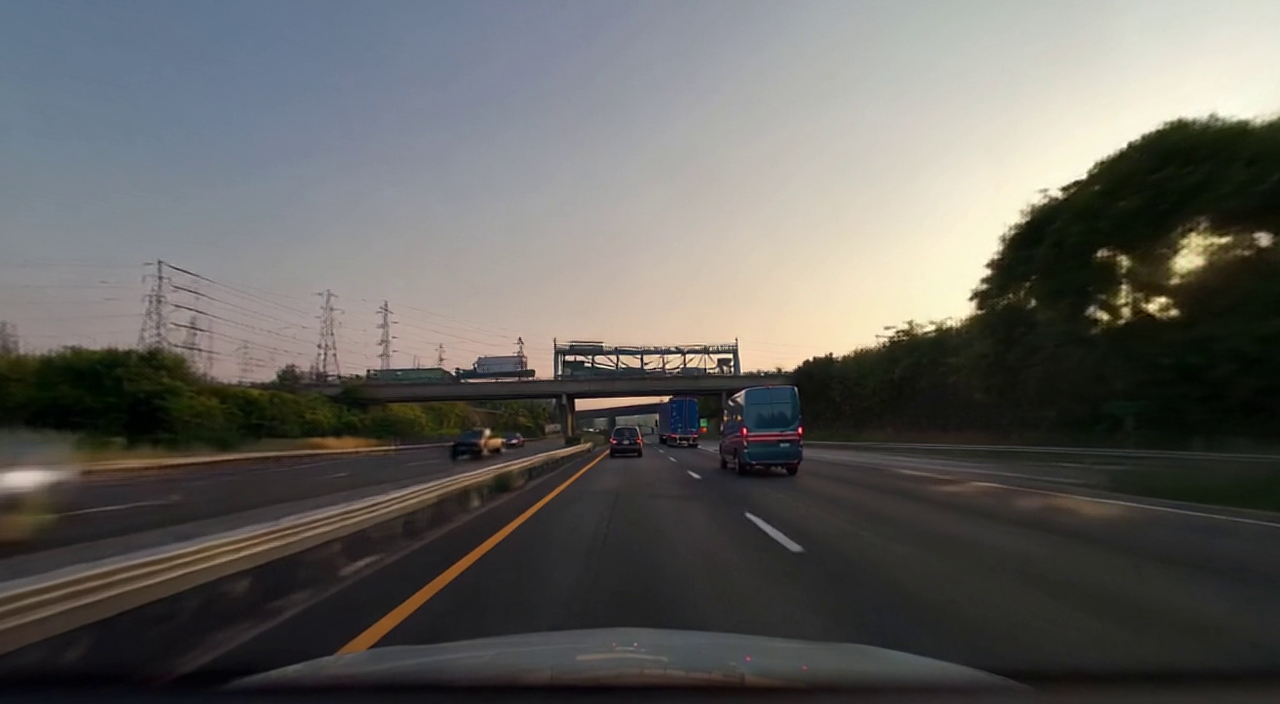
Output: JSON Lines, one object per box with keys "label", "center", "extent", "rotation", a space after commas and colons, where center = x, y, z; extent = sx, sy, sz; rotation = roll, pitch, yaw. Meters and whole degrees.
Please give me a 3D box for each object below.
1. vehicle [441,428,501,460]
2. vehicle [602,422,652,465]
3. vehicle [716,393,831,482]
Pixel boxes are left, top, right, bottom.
{"label": "vehicle", "center": [-9.303, 5.089, 35.041], "extent": [2.039, 1.597, 4.659], "rotation": [0, -8, 0]}
{"label": "vehicle", "center": [-0.592, 4.030, 27.982], "extent": [2.073, 1.750, 4.116], "rotation": [0, -8, -1]}
{"label": "vehicle", "center": [4.127, 2.786, 20.651], "extent": [2.387, 2.506, 5.374], "rotation": [0, -8, -2]}
